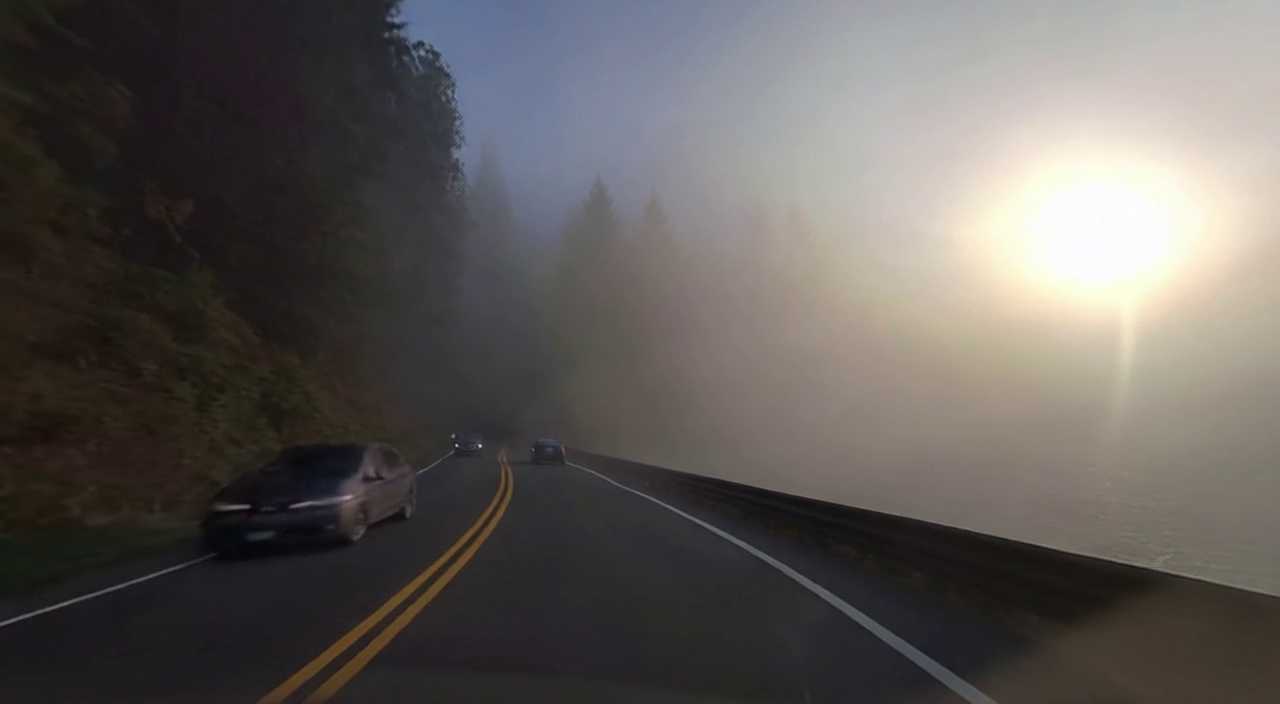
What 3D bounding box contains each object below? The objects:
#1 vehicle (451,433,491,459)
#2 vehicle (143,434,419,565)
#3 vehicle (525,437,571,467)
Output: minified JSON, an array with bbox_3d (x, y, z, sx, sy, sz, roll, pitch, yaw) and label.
[{"bbox_3d":[-10.599,5.956,39.888,2.133,1.526,4.308,2,-9,-12],"label":"vehicle"},{"bbox_3d":[-5.310,2.183,10.279,2.167,1.602,4.548,1,-8,-6],"label":"vehicle"},{"bbox_3d":[-5.012,5.336,33.869,2.120,1.491,4.349,2,-9,-12],"label":"vehicle"}]
